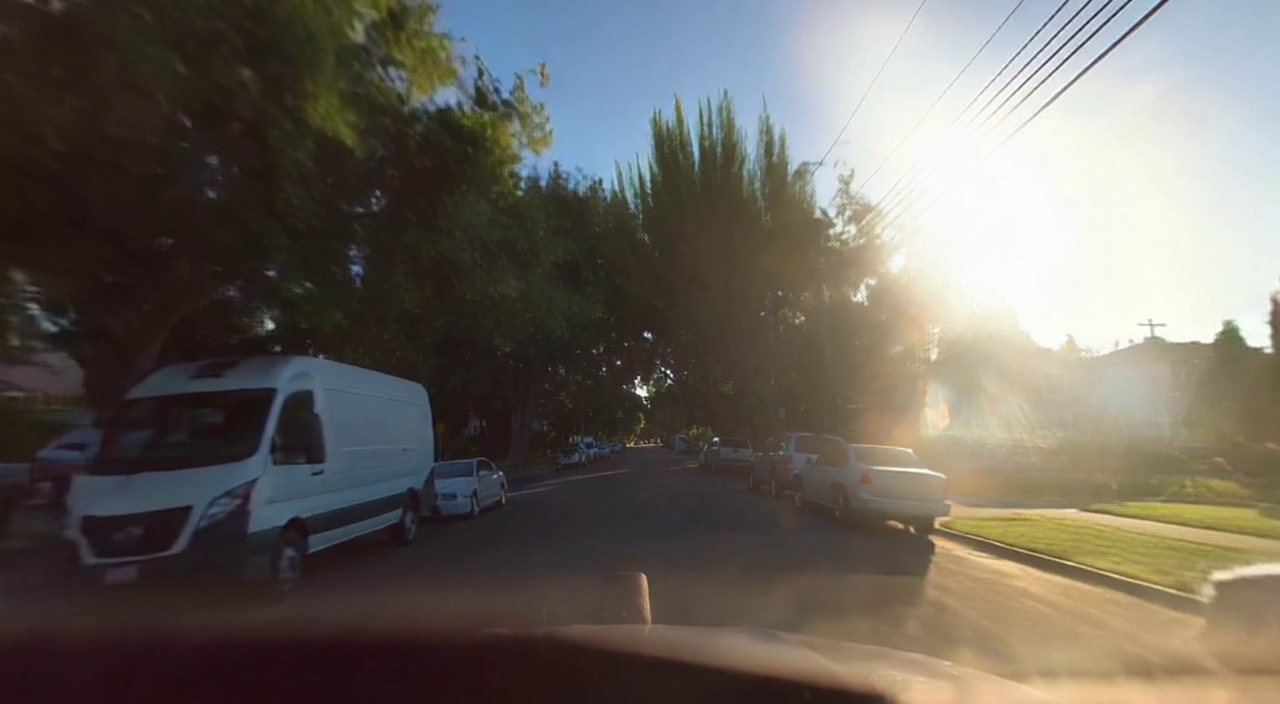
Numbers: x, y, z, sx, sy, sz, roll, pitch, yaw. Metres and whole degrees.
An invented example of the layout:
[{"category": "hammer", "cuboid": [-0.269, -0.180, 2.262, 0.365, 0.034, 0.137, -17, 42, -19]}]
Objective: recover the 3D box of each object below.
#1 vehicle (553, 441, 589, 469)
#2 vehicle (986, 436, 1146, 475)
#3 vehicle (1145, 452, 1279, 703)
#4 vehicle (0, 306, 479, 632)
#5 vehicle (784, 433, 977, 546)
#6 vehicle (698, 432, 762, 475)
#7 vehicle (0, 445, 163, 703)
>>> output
[{"category": "vehicle", "cuboid": [-4.408, 6.633, 40.701, 1.870, 1.562, 4.212, -3, -8, -2]}, {"category": "vehicle", "cuboid": [16.524, 4.033, 24.586, 4.700, 1.440, 2.058, 0, -8, 3]}, {"category": "vehicle", "cuboid": [4.110, 1.031, 1.749, 1.846, 1.351, 4.272, 3, -8, -1]}, {"category": "vehicle", "cuboid": [-4.347, 1.419, 8.307, 2.470, 2.613, 5.989, -4, -9, 4]}, {"category": "vehicle", "cuboid": [4.056, 2.338, 11.486, 1.839, 1.520, 4.498, 3, -8, 1]}, {"category": "vehicle", "cuboid": [4.186, 4.851, 30.225, 2.215, 1.897, 5.131, 0, -8, -1]}, {"category": "vehicle", "cuboid": [-4.849, 1.213, 2.497, 2.023, 1.568, 4.942, -3, -9, 1]}]
